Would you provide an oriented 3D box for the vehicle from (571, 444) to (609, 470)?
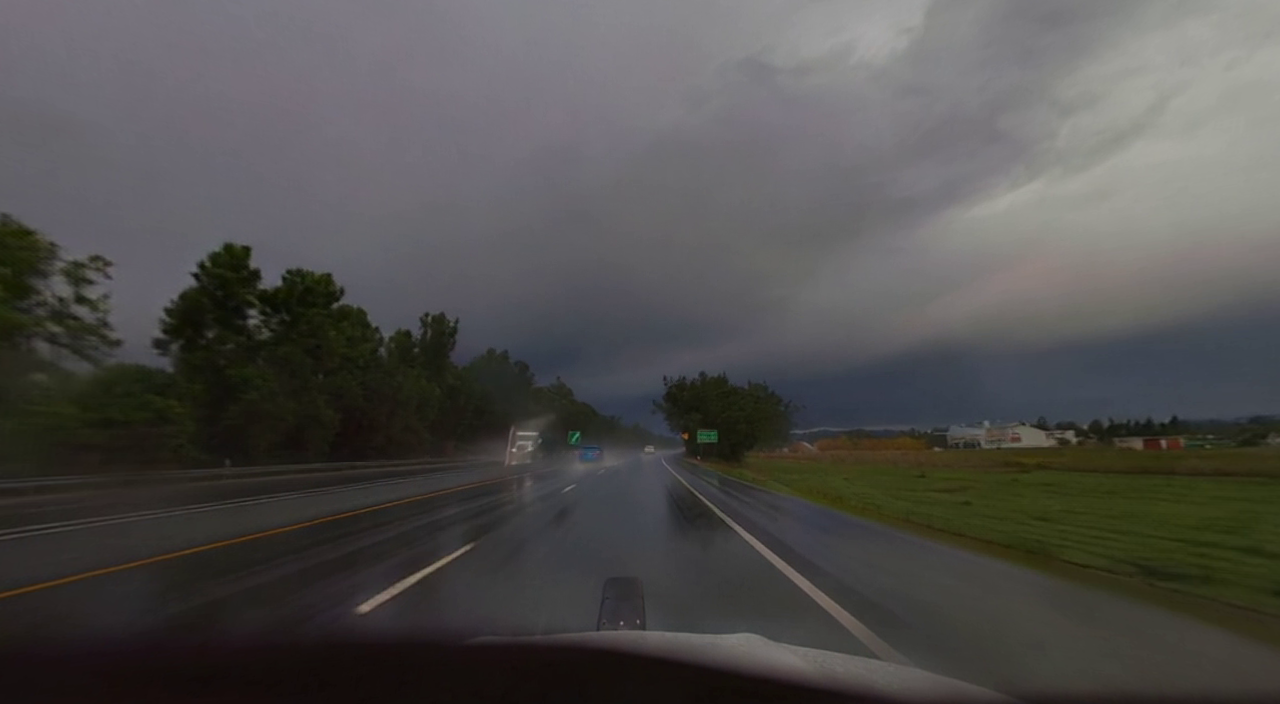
[{"bbox_3d":[-3.253,6.908,41.704,2.088,1.586,4.000,0,-9,2],"label":"vehicle"}]
